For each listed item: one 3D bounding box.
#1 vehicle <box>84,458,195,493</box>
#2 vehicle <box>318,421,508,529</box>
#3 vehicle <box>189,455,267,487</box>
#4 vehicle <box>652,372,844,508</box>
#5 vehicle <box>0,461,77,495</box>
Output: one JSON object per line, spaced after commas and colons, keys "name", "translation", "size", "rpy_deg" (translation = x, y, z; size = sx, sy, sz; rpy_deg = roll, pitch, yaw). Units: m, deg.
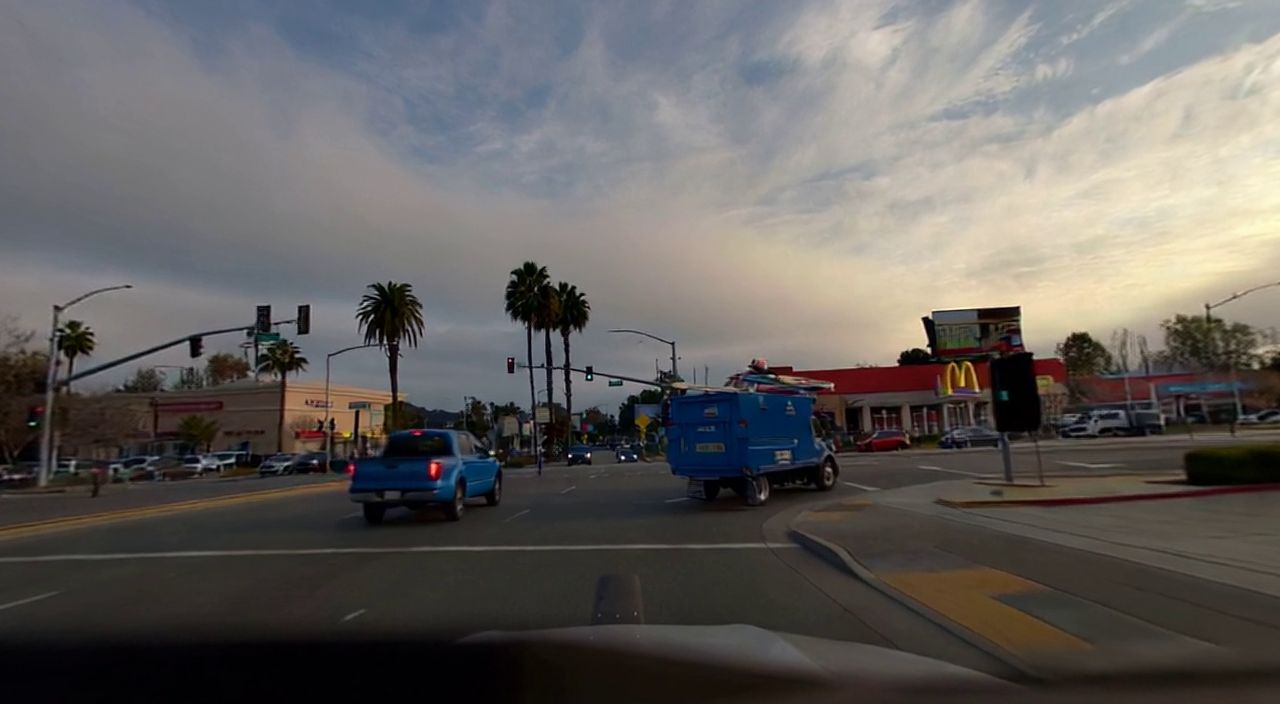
{"name": "vehicle", "translation": [-27.680, 6.825, 35.036], "size": [4.583, 1.556, 1.893], "rpy_deg": [-3, -6, -1]}
{"name": "vehicle", "translation": [-4.205, 2.354, 12.687], "size": [2.102, 1.744, 4.630], "rpy_deg": [0, -8, 0]}
{"name": "vehicle", "translation": [-25.996, 7.493, 39.924], "size": [3.721, 1.450, 1.824], "rpy_deg": [-7, -7, 1]}
{"name": "vehicle", "translation": [3.096, 2.348, 16.881], "size": [2.463, 2.954, 5.938], "rpy_deg": [-6, -10, 37]}
{"name": "vehicle", "translation": [-39.585, 8.204, 41.085], "size": [4.136, 1.863, 1.785], "rpy_deg": [-3, -8, -1]}
